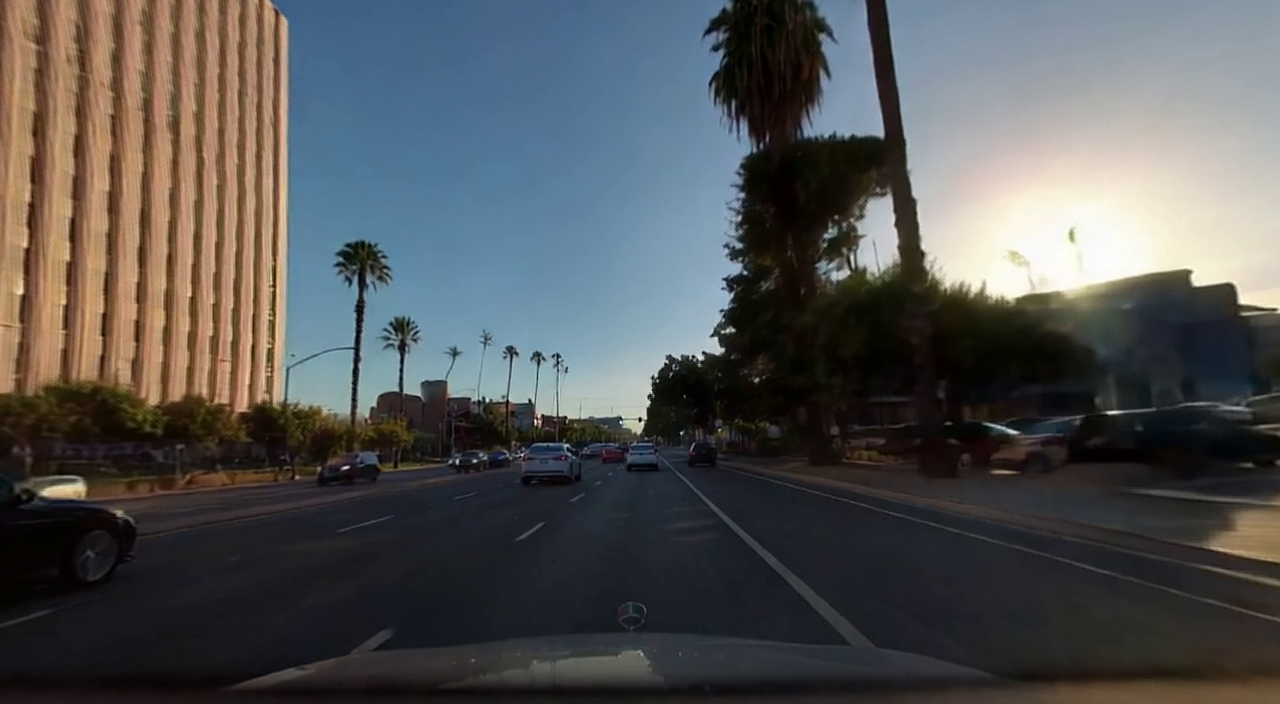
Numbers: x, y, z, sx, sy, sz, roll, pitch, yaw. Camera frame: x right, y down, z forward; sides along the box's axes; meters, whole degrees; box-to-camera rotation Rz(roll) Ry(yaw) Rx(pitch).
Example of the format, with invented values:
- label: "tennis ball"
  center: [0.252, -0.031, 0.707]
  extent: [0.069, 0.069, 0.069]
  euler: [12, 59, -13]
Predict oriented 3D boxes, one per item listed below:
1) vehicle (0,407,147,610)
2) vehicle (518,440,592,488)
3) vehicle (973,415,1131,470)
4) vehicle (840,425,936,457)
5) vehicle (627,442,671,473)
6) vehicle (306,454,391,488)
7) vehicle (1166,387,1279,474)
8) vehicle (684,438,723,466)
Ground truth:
- label: "vehicle"
  center: [-6.540, 1.243, 4.677]
  extent: [2.030, 1.730, 4.506]
  euler: [-1, -8, 1]
- label: "vehicle"
  center: [-2.901, 3.914, 22.406]
  extent: [1.908, 1.505, 4.369]
  euler: [-1, -8, 2]
- label: "vehicle"
  center: [12.074, 2.650, 18.454]
  extent: [4.284, 1.450, 1.927]
  euler: [4, -10, -28]
- label: "vehicle"
  center: [12.276, 4.417, 31.180]
  extent: [4.378, 1.463, 1.824]
  euler: [4, -9, -23]
- label: "vehicle"
  center: [0.464, 5.518, 33.262]
  extent: [2.147, 1.507, 3.953]
  euler: [0, -8, 1]
- label: "vehicle"
  center: [-14.157, 5.787, 30.950]
  extent: [1.923, 1.454, 4.520]
  euler: [-1, -9, 1]
- label: "vehicle"
  center: [12.690, 1.542, 12.353]
  extent: [4.749, 1.457, 1.806]
  euler: [3, -11, -28]
- label: "vehicle"
  center: [4.152, 6.632, 41.910]
  extent: [2.108, 1.785, 4.334]
  euler: [0, -8, -1]
